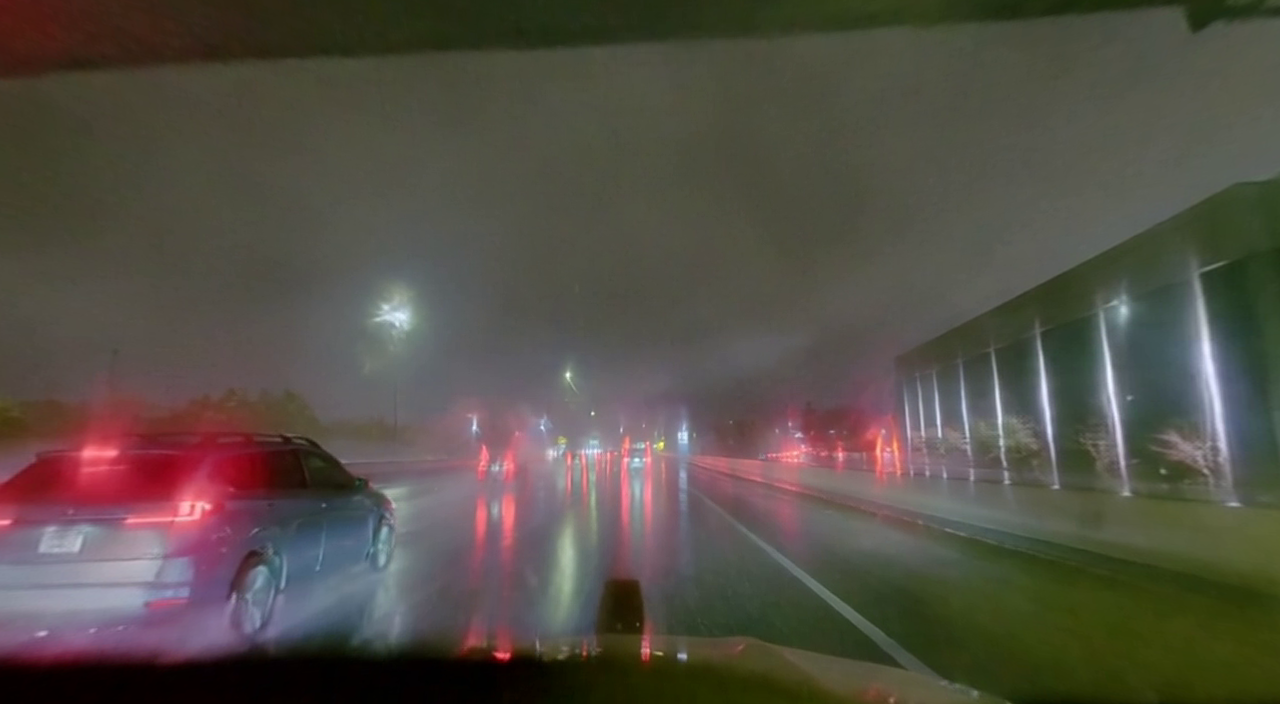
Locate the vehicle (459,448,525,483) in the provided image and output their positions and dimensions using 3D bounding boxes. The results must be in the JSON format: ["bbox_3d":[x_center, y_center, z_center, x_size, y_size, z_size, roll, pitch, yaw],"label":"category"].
[{"bbox_3d":[-7.159,5.541,31.011,1.998,1.542,4.953,0,-9,1],"label":"vehicle"}]

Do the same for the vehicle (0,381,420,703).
[{"bbox_3d":[-3.819,1.360,5.550,2.059,1.725,4.521,0,-9,1],"label":"vehicle"}]
